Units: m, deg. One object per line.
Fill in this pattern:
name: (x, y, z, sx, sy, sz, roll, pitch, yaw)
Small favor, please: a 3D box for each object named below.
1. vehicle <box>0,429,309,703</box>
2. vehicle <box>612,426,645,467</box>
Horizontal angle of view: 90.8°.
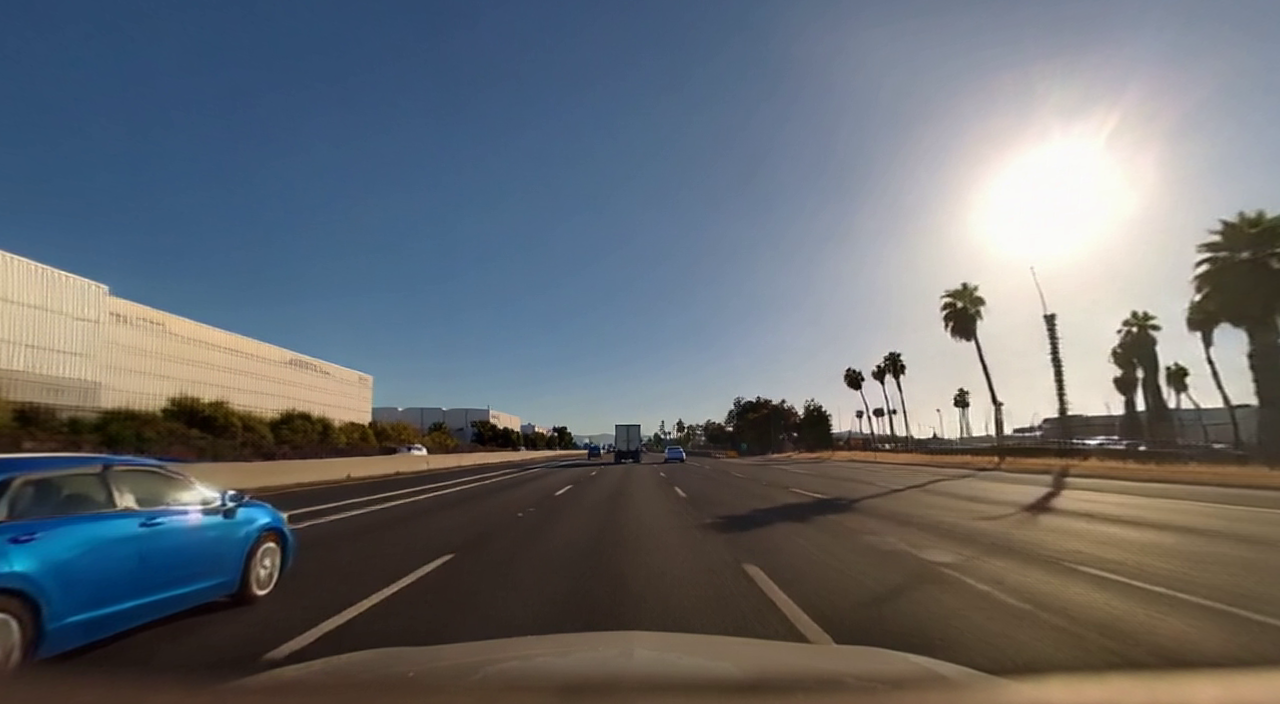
vehicle: (-3.985, 1.158, 3.385, 2.097, 1.447, 4.291, 0, -9, 0)
vehicle: (-0.929, 7.280, 48.801, 2.364, 2.953, 6.495, 0, -9, -2)
